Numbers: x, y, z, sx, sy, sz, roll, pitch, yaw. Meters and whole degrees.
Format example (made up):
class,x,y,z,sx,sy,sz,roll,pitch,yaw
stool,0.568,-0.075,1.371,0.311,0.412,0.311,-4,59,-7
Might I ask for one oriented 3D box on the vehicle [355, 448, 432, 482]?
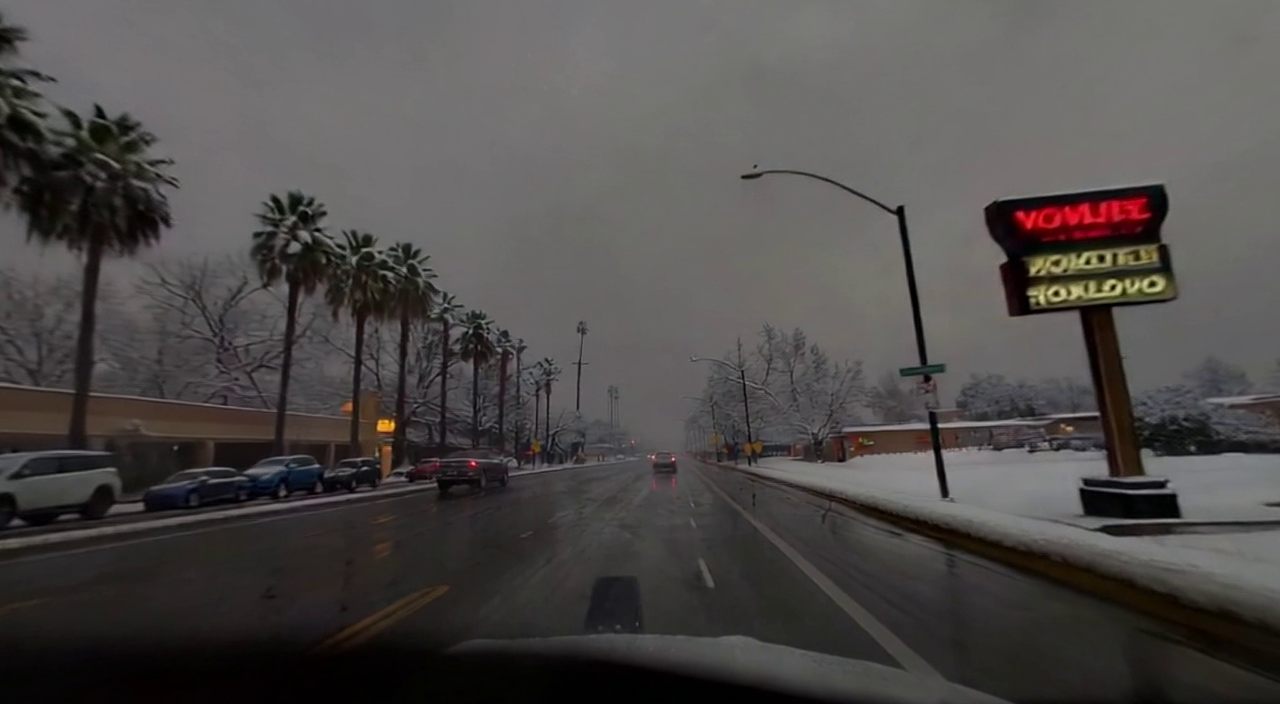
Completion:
class,x,y,z,sx,sy,sz,roll,pitch,yaw
vehicle,-13.780,6.317,35.551,2.034,1.696,4.809,-1,-9,5

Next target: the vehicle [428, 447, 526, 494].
class,x,y,z,sx,sy,sz,roll,pitch,yaw
vehicle,-5.751,4.228,22.885,2.090,1.520,4.452,0,-9,4

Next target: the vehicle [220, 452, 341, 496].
class,x,y,z,sx,sy,sz,roll,pitch,yaw
vehicle,-14.132,4.790,25.133,1.874,1.488,4.612,0,-8,4

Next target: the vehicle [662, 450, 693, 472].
class,x,y,z,sx,sy,sz,roll,pitch,yaw
vehicle,2.771,8.043,46.756,2.139,1.461,4.918,0,-8,3
